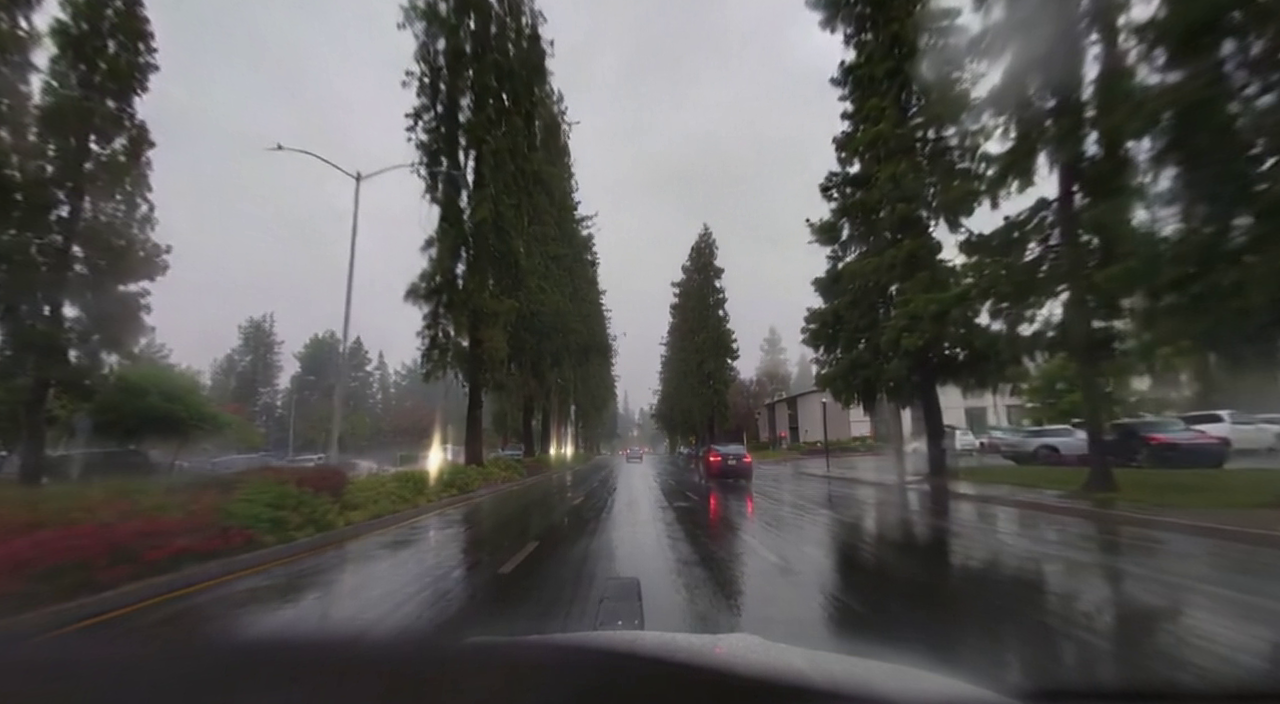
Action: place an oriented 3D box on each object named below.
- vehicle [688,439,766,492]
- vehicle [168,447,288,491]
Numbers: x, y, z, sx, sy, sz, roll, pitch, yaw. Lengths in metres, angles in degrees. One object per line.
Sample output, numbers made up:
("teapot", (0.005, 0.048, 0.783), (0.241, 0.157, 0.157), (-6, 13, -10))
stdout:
("vehicle", (2.909, 3.923, 22.048), (2.022, 1.656, 4.025), (0, -9, -2))
("vehicle", (-17.606, 4.998, 27.237), (2.097, 1.691, 4.569), (0, -9, 0))
